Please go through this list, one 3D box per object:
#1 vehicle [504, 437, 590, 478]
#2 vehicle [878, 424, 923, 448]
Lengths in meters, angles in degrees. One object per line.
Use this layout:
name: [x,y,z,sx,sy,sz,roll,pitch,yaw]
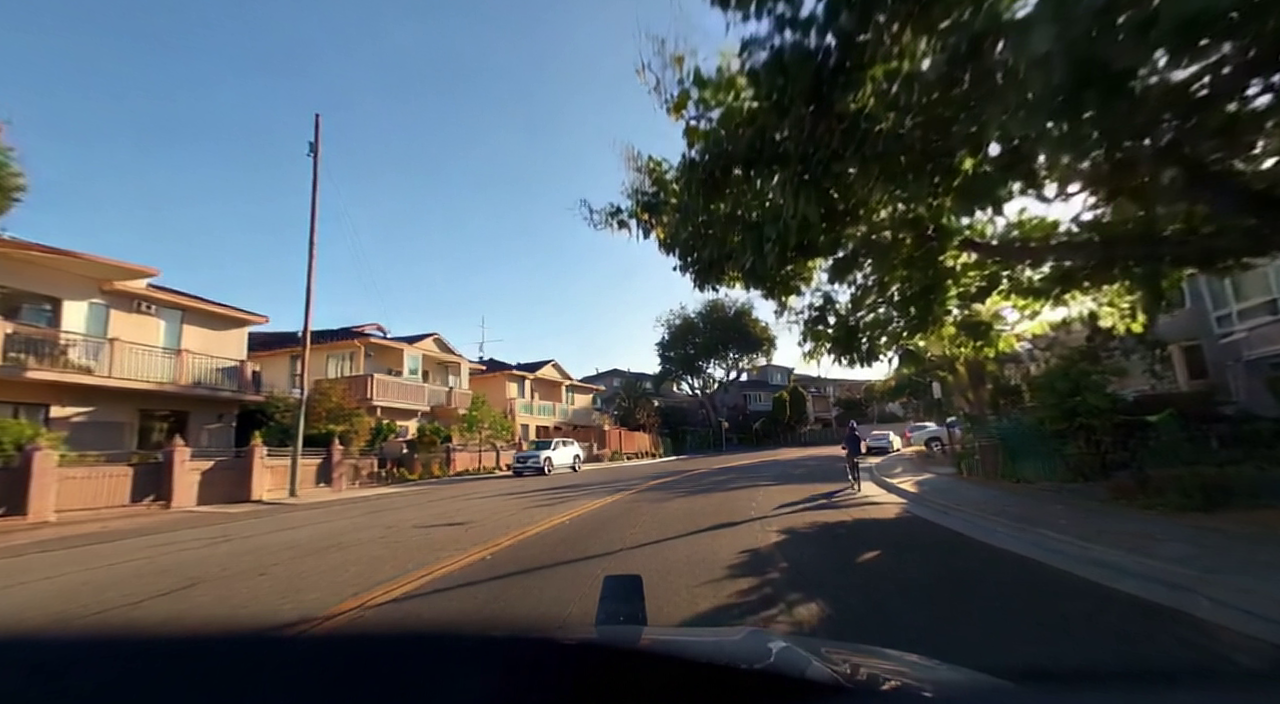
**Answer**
vehicle: [-3.982,4.623,27.914,1.937,1.670,4.391,-3,-9,19]
vehicle: [19.718,6.411,47.750,2.105,1.705,4.392,-6,-11,35]
